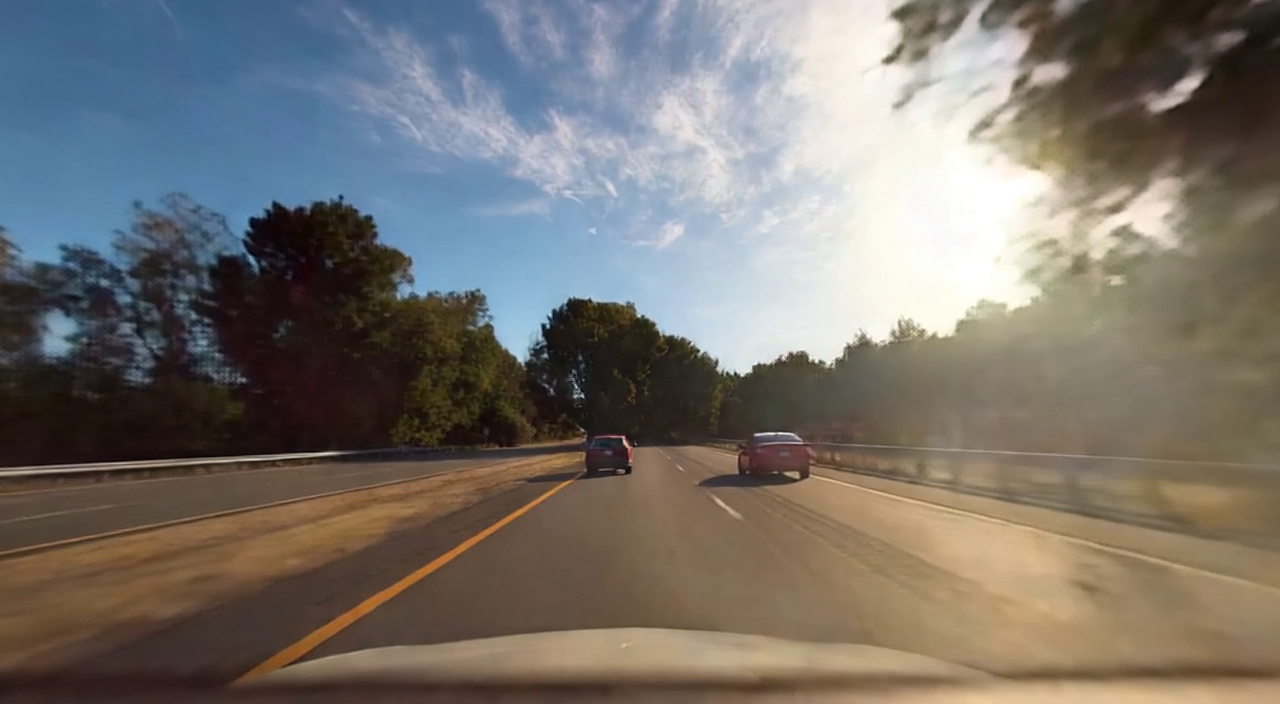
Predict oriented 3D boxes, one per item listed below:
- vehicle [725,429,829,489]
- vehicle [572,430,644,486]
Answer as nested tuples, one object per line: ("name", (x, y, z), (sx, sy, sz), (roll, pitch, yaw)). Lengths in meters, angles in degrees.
("vehicle", (3.821, 3.038, 18.347), (2.010, 1.508, 4.285), (0, -8, -1))
("vehicle", (-0.841, 3.070, 18.606), (1.897, 1.479, 3.724), (0, -8, 0))
